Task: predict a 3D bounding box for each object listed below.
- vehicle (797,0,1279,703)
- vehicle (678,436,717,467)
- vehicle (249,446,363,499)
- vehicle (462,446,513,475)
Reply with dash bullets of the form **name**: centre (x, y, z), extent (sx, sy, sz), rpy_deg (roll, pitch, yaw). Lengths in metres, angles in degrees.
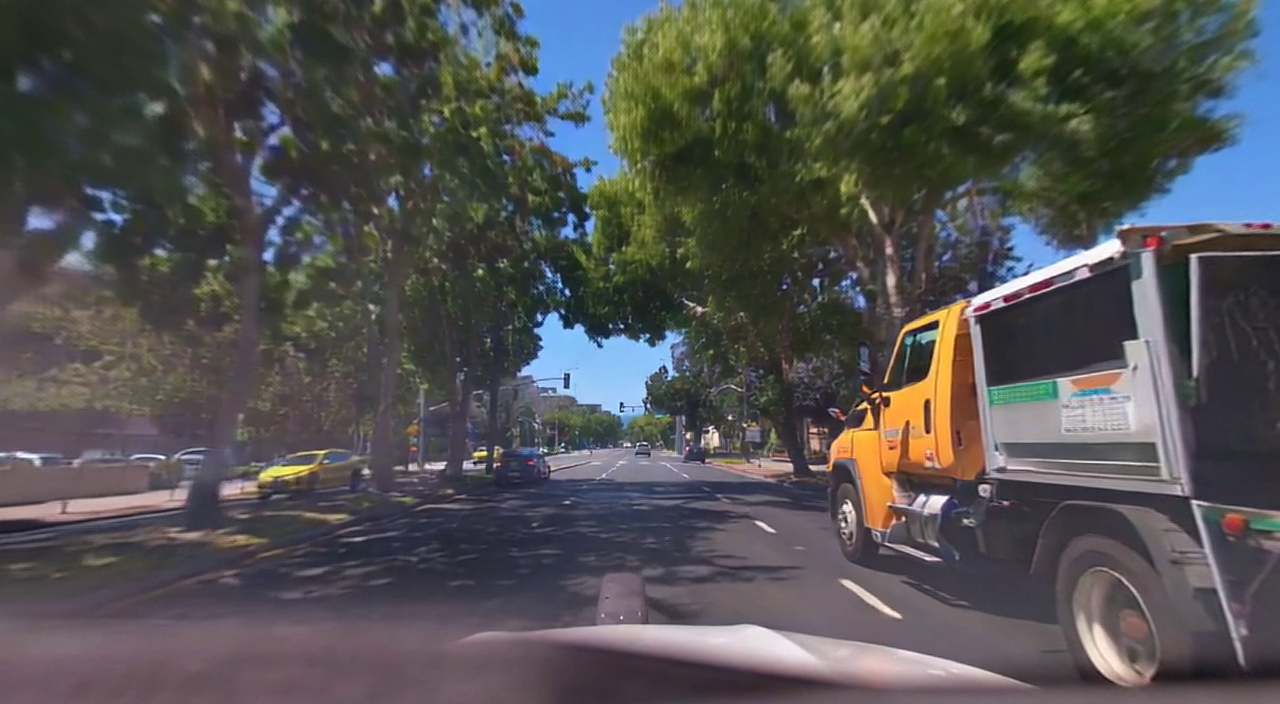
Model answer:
- **vehicle**: centre (3.610, 0.454, 4.956), extent (2.867, 3.402, 7.137), rpy_deg (0, -8, 0)
- **vehicle**: centre (3.771, 6.617, 42.142), extent (2.099, 1.936, 4.575), rpy_deg (0, -8, -1)
- **vehicle**: centre (-13.687, 4.914, 26.260), extent (2.140, 1.961, 4.641), rpy_deg (0, -8, 0)
- **vehicle**: centre (-10.004, 7.140, 41.784), extent (2.152, 1.748, 4.577), rpy_deg (0, -8, 1)
